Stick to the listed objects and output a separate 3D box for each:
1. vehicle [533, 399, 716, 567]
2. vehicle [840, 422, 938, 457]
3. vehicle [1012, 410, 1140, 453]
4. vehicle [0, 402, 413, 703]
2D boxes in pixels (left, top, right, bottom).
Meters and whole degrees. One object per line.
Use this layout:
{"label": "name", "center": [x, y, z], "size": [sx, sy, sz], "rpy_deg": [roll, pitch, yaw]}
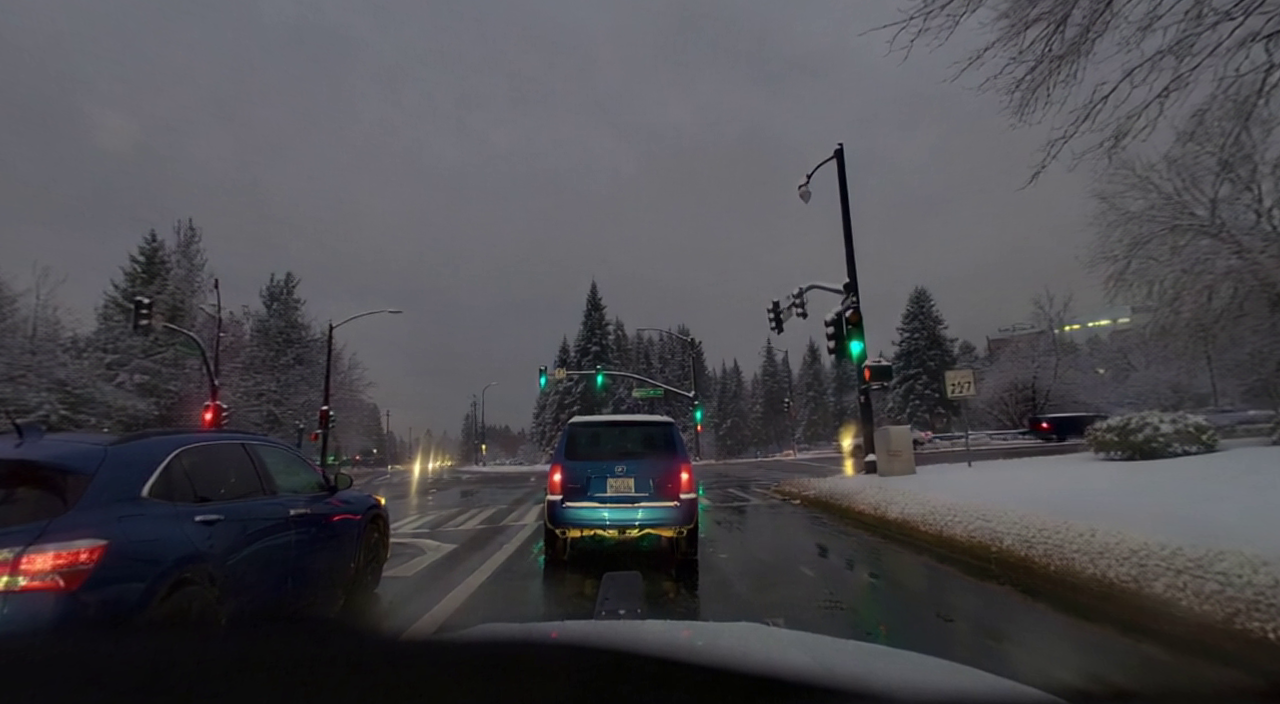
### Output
{"label": "vehicle", "center": [-0.186, 1.796, 9.342], "size": [2.059, 1.877, 4.249], "rpy_deg": [0, -8, 0]}
{"label": "vehicle", "center": [14.022, 4.941, 35.593], "size": [4.872, 1.806, 2.107], "rpy_deg": [3, -9, -20]}
{"label": "vehicle", "center": [21.423, 3.913, 31.082], "size": [5.215, 1.967, 2.392], "rpy_deg": [1, -9, -19]}
{"label": "vehicle", "center": [-3.377, 1.261, 4.554], "size": [2.011, 1.527, 4.008], "rpy_deg": [0, -8, -1]}
